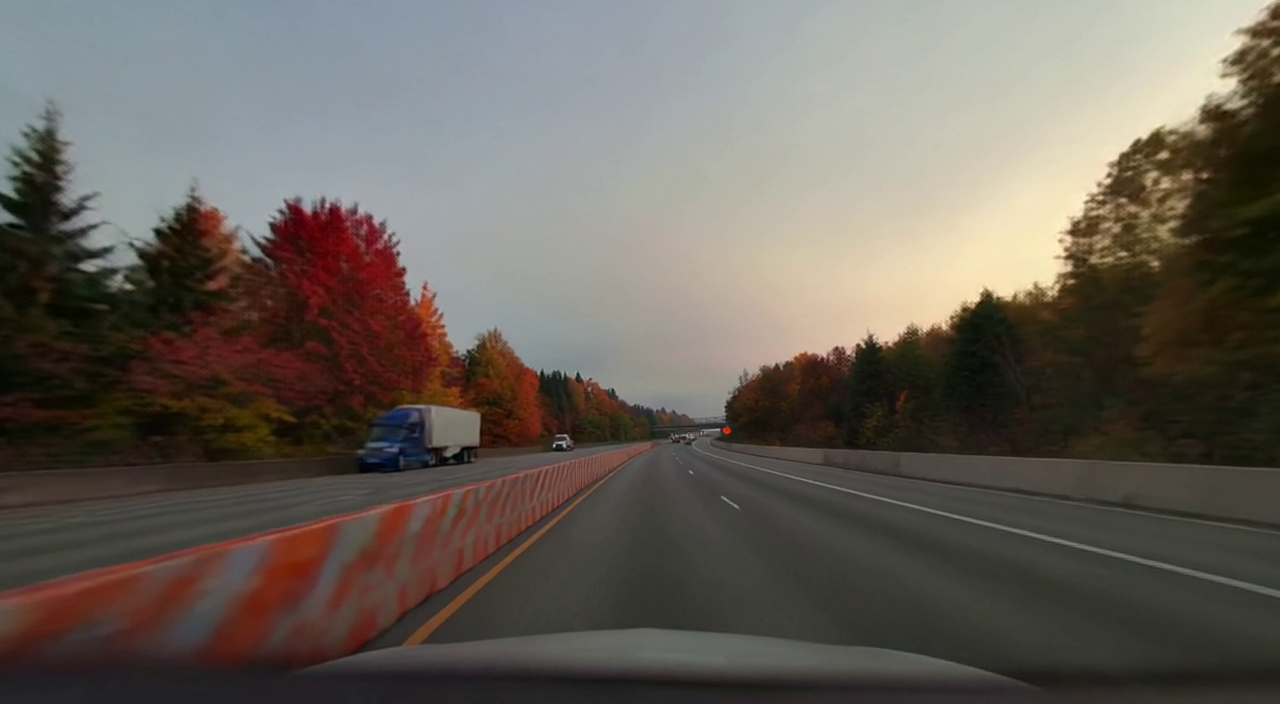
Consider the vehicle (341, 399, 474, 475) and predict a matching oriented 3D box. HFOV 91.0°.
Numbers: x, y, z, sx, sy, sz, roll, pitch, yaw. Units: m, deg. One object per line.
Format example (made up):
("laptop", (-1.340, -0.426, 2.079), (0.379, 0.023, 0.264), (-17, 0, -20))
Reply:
("vehicle", (-14.435, 5.608, 41.076), (3.100, 4.065, 13.948), (0, -8, 1))
